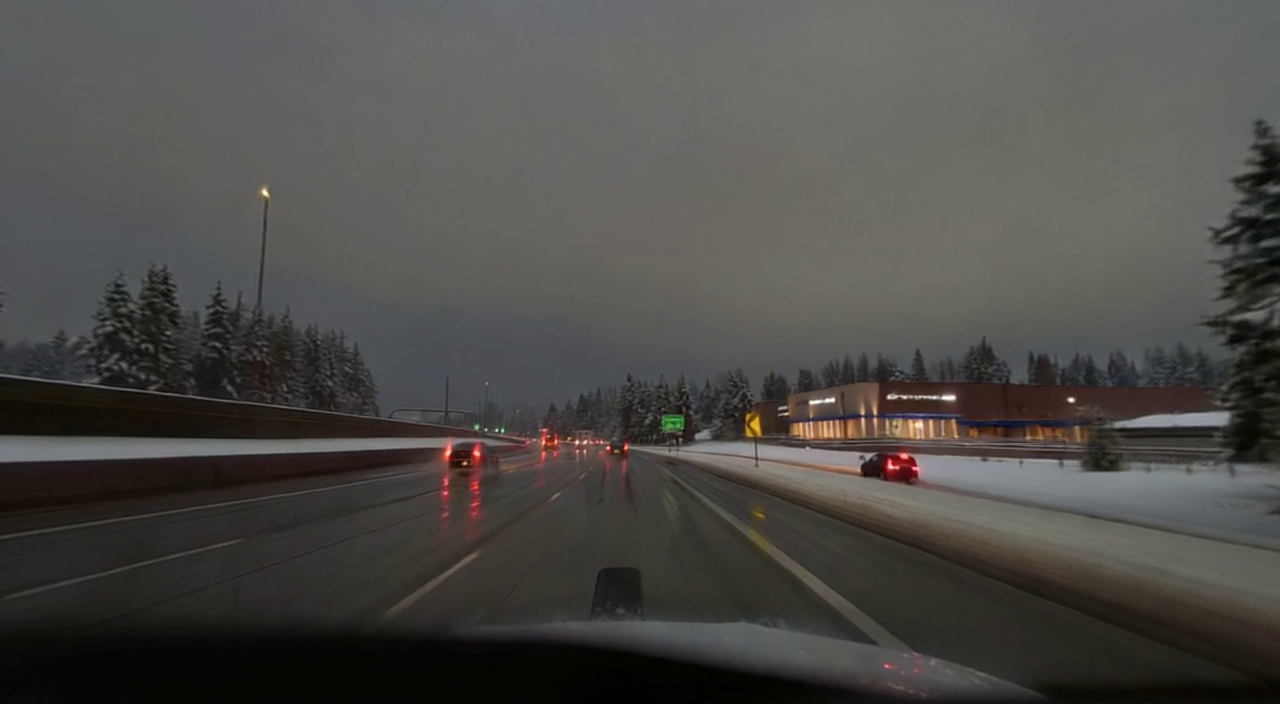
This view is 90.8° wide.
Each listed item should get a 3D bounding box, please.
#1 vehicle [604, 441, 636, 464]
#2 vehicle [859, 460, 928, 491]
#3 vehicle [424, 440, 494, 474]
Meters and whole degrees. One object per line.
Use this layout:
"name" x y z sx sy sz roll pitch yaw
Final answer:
"vehicle" -1.398 6.782 42.681 2.038 1.414 4.357 0 -9 -3
"vehicle" 16.102 7.813 40.323 2.023 1.782 4.193 2 -9 -11
"vehicle" -8.323 4.872 29.484 2.009 1.454 4.250 0 -9 -1
